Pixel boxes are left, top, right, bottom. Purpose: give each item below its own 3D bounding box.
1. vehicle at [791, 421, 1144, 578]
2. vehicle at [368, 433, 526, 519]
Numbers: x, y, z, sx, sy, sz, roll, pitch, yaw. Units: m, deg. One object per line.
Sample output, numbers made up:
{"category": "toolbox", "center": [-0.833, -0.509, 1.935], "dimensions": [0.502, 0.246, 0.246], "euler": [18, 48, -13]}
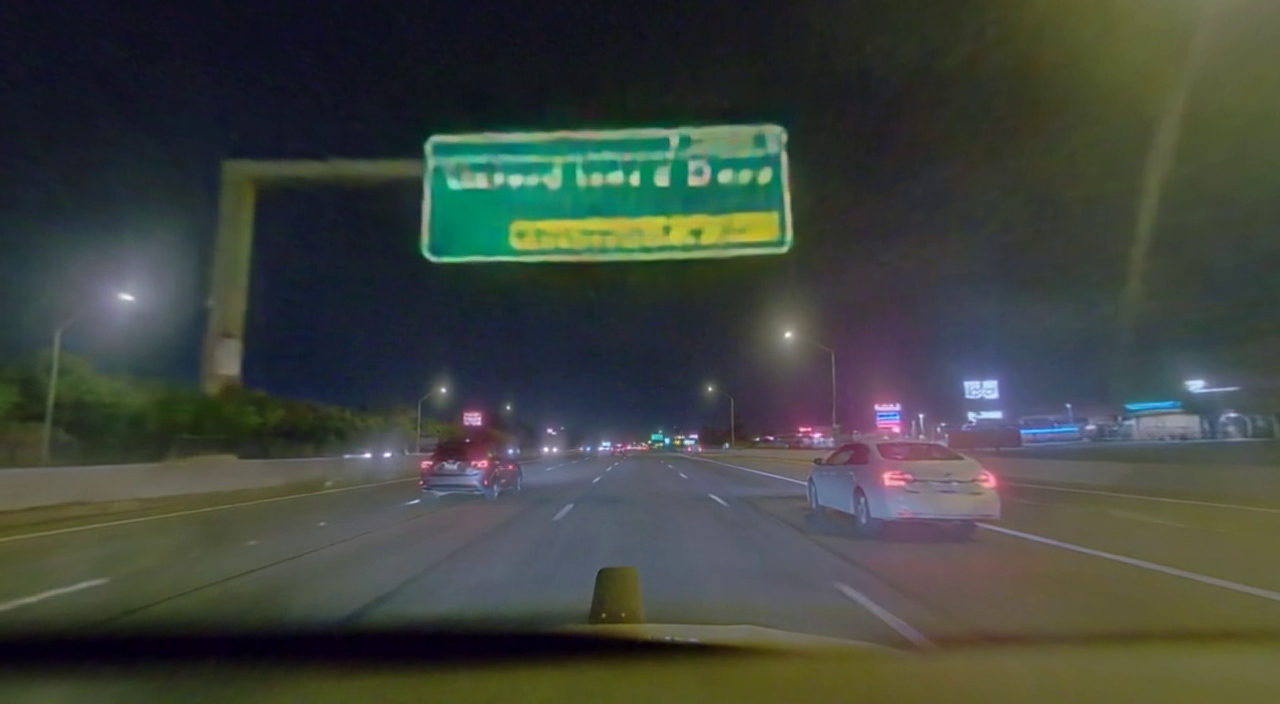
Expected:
{"category": "vehicle", "center": [3.788, 1.799, 8.659], "dimensions": [2.164, 1.507, 4.914], "euler": [0, -8, -1]}
{"category": "vehicle", "center": [-3.802, 2.503, 13.320], "dimensions": [1.939, 1.508, 4.272], "euler": [0, -8, 1]}
